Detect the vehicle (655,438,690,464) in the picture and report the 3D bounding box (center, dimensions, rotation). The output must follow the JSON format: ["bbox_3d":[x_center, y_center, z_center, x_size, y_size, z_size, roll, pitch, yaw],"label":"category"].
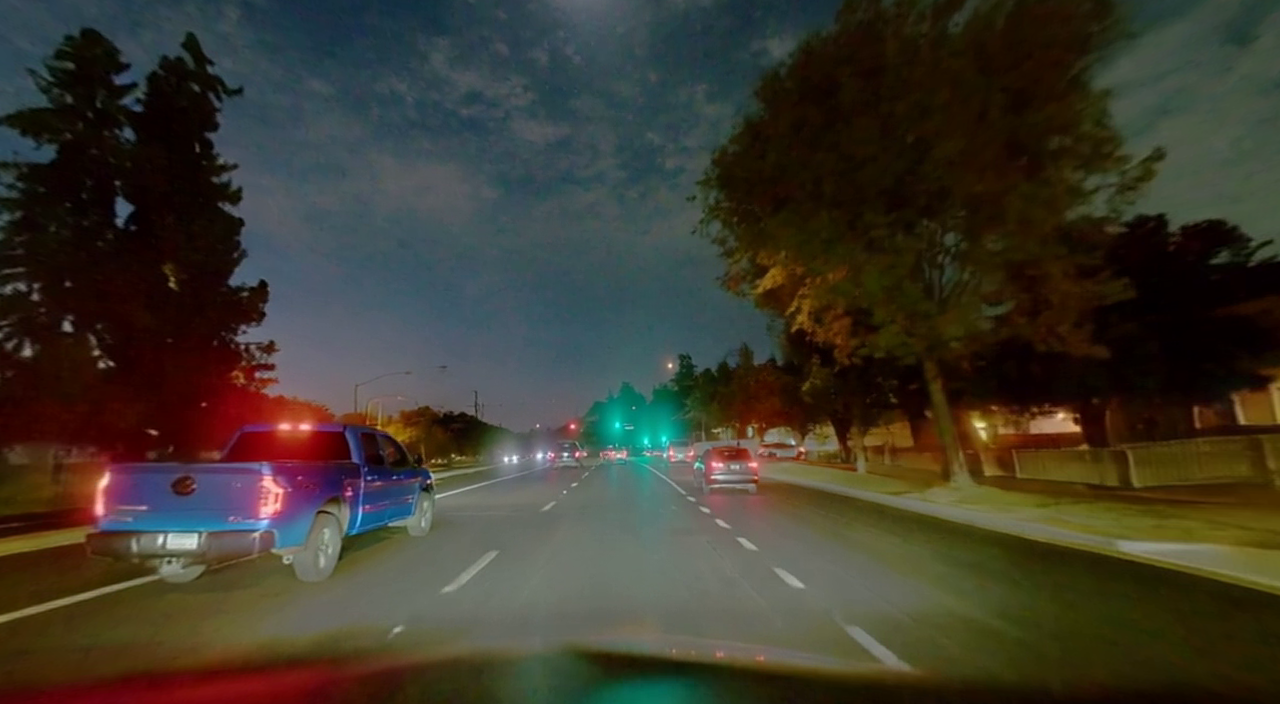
[{"bbox_3d":[2.374,7.320,46.922,2.099,1.845,4.363,0,-8,-3],"label":"vehicle"}]

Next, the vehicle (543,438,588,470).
[{"bbox_3d":[-4.400,6.098,37.978,2.218,1.829,4.492,0,-8,-1],"label":"vehicle"}]

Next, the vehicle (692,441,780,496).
[{"bbox_3d":[2.764,3.439,19.132,1.884,1.463,4.195,0,-8,-2],"label":"vehicle"}]

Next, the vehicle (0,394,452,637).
[{"bbox_3d":[-4.006,1.560,7.266,2.111,1.745,5.274,0,-8,-1],"label":"vehicle"}]
